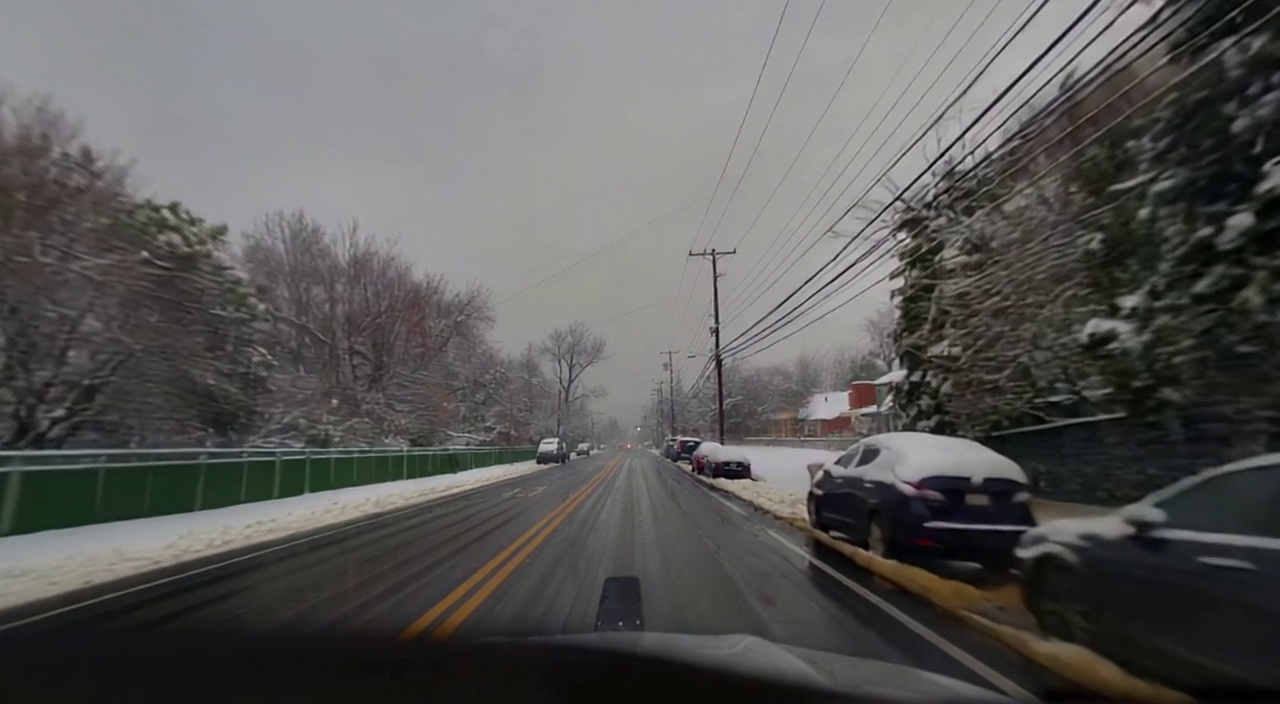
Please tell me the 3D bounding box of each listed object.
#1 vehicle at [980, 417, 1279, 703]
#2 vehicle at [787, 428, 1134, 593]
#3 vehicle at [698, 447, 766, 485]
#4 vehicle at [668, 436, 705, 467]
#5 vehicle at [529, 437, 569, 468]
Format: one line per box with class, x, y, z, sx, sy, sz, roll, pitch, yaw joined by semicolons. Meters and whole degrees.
vehicle;3.441;0.977;2.412;1.812;1.454;4.395;0;-8;0
vehicle;3.528;1.810;8.230;2.029;1.513;4.577;0;-8;-1
vehicle;3.495;4.414;24.832;1.984;1.342;4.066;0;-8;-1
vehicle;3.152;6.898;43.851;2.053;2.005;5.495;0;-8;-1
vehicle;-6.830;7.552;47.971;2.268;2.154;5.321;0;-8;0
